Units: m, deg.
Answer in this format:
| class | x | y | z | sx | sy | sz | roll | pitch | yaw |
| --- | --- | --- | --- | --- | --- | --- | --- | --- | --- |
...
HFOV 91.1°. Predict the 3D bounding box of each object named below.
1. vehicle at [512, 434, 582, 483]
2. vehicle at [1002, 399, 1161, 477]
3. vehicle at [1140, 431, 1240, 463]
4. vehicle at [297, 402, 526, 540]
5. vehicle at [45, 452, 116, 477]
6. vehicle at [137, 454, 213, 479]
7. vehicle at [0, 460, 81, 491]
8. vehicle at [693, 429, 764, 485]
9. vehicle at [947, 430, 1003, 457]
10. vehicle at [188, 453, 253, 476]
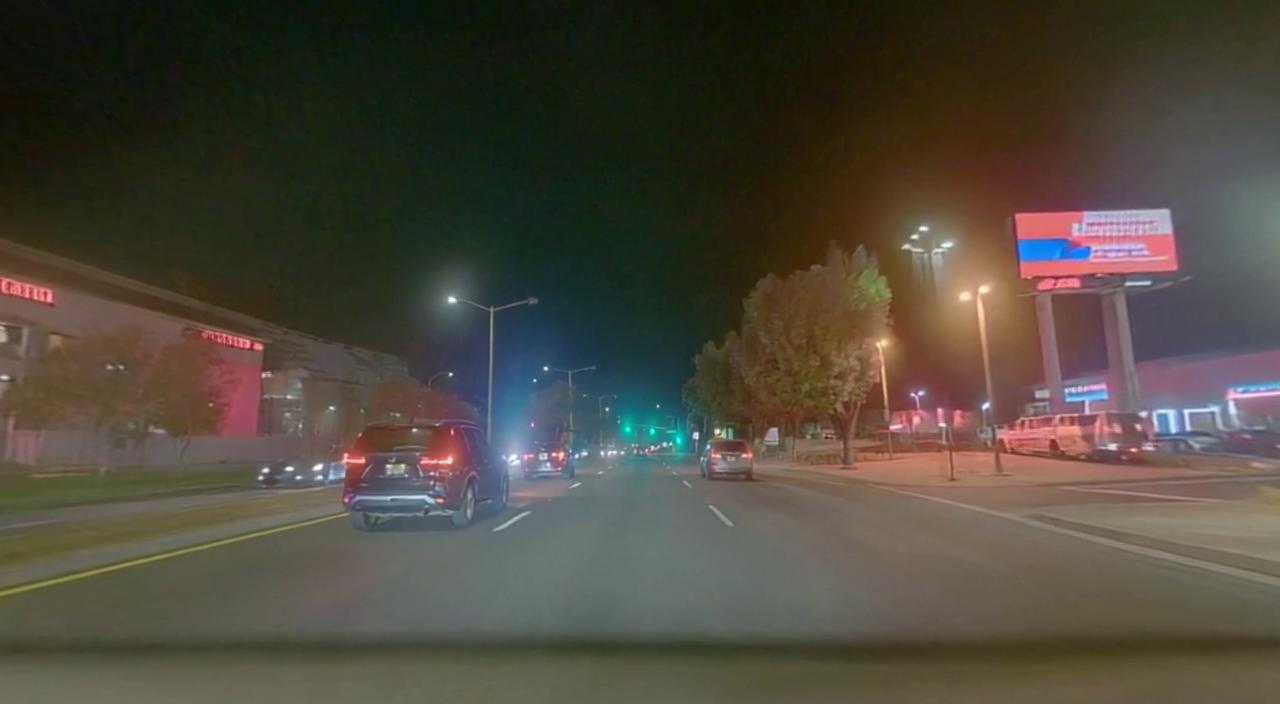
| class | x | y | z | sx | sy | sz | roll | pitch | yaw |
| --- | --- | --- | --- | --- | --- | --- | --- | --- | --- |
| vehicle | -3.603 | 4.207 | 25.151 | 2.014 | 1.775 | 4.404 | 0 | -9 | 1 |
| vehicle | 21.982 | 4.388 | 31.893 | 2.758 | 3.509 | 7.034 | 0 | -9 | -1 |
| vehicle | 30.300 | 5.250 | 34.759 | 1.830 | 1.651 | 3.967 | 0 | -9 | -1 |
| vehicle | -3.664 | 2.036 | 11.322 | 2.210 | 1.925 | 4.838 | 0 | -9 | 1 |
| vehicle | -42.777 | 8.623 | 48.031 | 3.747 | 1.826 | 1.795 | 0 | -9 | 3 |
| vehicle | -29.789 | 7.329 | 40.322 | 3.617 | 1.442 | 1.608 | 5 | -10 | -29 |
| vehicle | -30.987 | 6.242 | 31.822 | 3.686 | 1.382 | 1.629 | 6 | -10 | -36 |
| vehicle | 3.289 | 4.011 | 24.178 | 2.024 | 1.921 | 4.431 | 0 | -9 | -1 |
| vehicle | 22.992 | 6.283 | 43.231 | 1.862 | 1.688 | 3.636 | -3 | -9 | 2 |
| vehicle | -29.260 | 7.843 | 43.844 | 3.620 | 1.459 | 1.627 | 6 | -10 | -33 |
